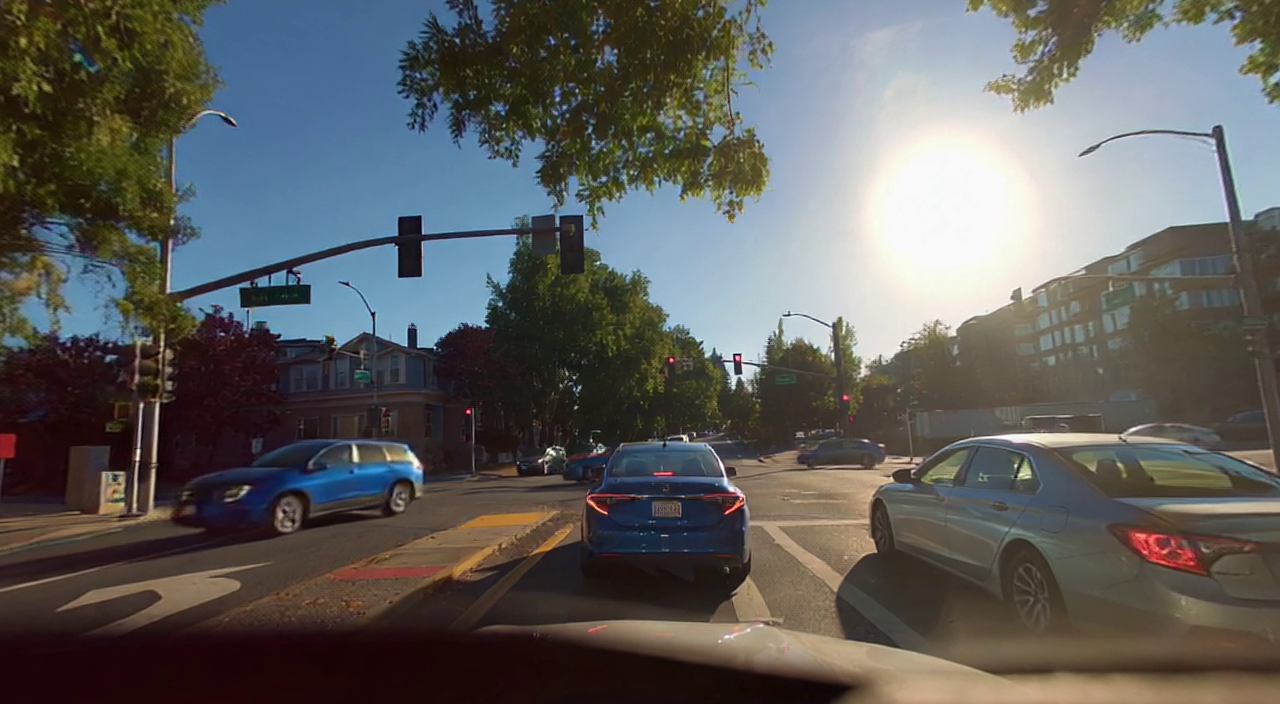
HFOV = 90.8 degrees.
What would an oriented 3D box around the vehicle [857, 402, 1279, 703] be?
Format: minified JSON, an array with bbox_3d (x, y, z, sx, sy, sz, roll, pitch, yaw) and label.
[{"bbox_3d":[3.663,1.337,5.430,1.888,1.486,4.681,0,-9,-1],"label":"vehicle"}]

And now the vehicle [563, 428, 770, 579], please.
[{"bbox_3d":[0.307,1.819,8.333,2.090,1.505,3.756,-1,-9,1],"label":"vehicle"}]

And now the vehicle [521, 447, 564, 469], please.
[{"bbox_3d":[-6.916,7.588,45.315,2.093,1.476,4.278,-1,-9,4],"label":"vehicle"}]

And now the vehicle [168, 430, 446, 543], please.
[{"bbox_3d":[-6.325,2.569,12.842,1.988,1.799,4.789,-4,-9,20],"label":"vehicle"}]

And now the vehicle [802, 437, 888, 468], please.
[{"bbox_3d":[11.535,5.661,35.607,4.240,1.615,1.936,-6,-10,31],"label":"vehicle"}]
